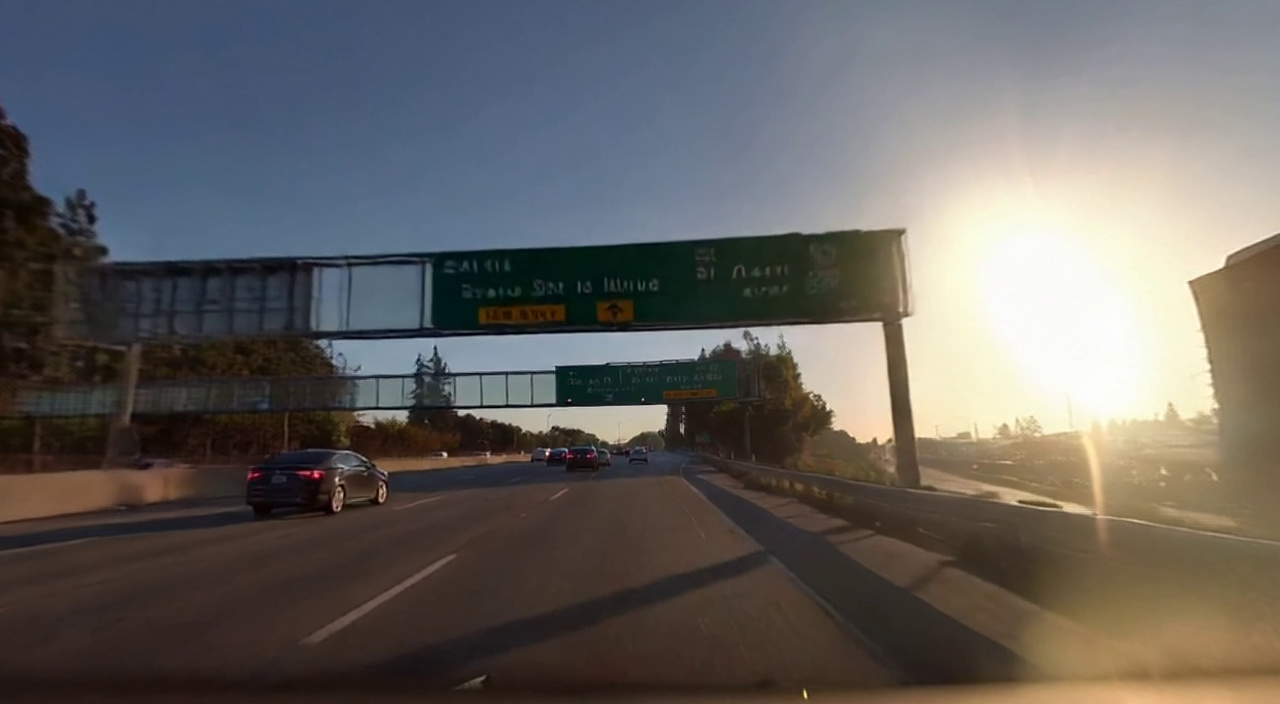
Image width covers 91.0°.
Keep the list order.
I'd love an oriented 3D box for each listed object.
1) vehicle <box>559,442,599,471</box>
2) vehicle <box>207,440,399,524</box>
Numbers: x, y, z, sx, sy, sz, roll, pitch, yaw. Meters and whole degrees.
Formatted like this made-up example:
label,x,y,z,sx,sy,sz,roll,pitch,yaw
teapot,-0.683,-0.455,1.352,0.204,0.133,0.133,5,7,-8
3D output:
label,x,y,z,sx,sy,sz,roll,pitch,yaw
vehicle,-3.983,6.915,41.880,2.158,1.717,4.375,-1,-8,1
vehicle,-7.745,2.988,15.127,2.071,1.661,4.540,-1,-8,0
